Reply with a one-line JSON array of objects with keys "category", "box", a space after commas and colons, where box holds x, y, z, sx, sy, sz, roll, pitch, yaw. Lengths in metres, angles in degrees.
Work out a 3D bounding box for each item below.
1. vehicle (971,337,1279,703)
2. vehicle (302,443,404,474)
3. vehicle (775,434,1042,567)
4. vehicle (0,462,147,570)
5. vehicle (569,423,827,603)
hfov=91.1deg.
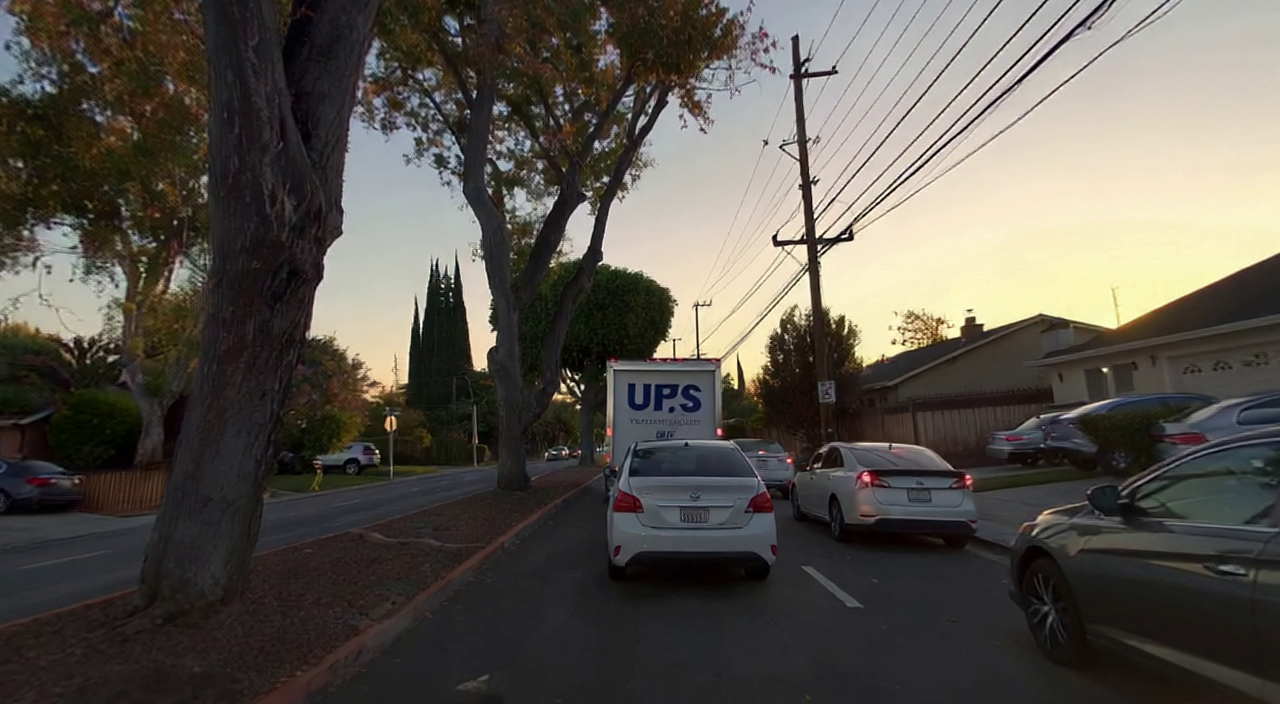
[{"category": "vehicle", "box": [3.318, 0.769, 1.926, 2.069, 1.722, 4.888, 0, -8, 2]}, {"category": "vehicle", "box": [-17.428, 6.467, 38.305, 5.274, 1.793, 1.921, 0, -8, 3]}, {"category": "vehicle", "box": [3.505, 2.006, 9.349, 1.993, 1.479, 4.487, 0, -8, 0]}, {"category": "vehicle", "box": [-10.348, 2.485, 9.478, 1.925, 1.482, 4.753, 0, -8, 0]}, {"category": "vehicle", "box": [0.479, 1.680, 7.534, 2.158, 1.499, 4.377, 0, -8, 0]}]
